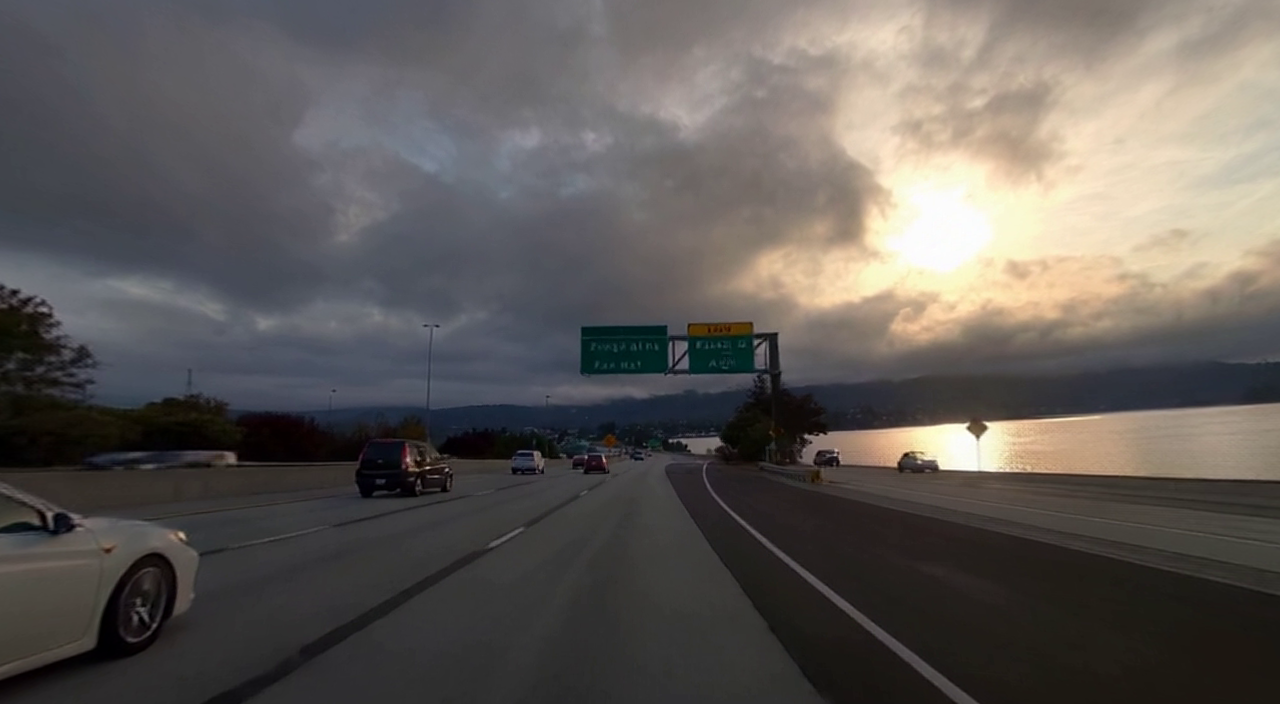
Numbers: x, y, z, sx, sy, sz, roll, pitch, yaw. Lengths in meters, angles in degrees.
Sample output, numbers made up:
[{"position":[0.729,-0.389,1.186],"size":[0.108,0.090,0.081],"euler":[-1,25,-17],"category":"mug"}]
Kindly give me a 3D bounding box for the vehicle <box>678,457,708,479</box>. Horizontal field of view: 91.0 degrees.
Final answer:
[{"position":[3.936,8.701,47.402],"size":[2.153,1.510,4.646],"euler":[0,-9,4],"category":"vehicle"}]

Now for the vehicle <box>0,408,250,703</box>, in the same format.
[{"position":[-4.030,0.963,2.471],"size":[2.027,1.547,4.511],"euler":[0,-9,1],"category":"vehicle"}]

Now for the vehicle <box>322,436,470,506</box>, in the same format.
[{"position":[-7.379,3.661,19.909],"size":[2.250,1.870,5.647],"euler":[0,-9,2],"category":"vehicle"}]

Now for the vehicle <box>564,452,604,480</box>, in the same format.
[{"position":[-3.601,7.483,41.579],"size":[2.132,1.708,4.571],"euler":[0,-9,1],"category":"vehicle"}]
